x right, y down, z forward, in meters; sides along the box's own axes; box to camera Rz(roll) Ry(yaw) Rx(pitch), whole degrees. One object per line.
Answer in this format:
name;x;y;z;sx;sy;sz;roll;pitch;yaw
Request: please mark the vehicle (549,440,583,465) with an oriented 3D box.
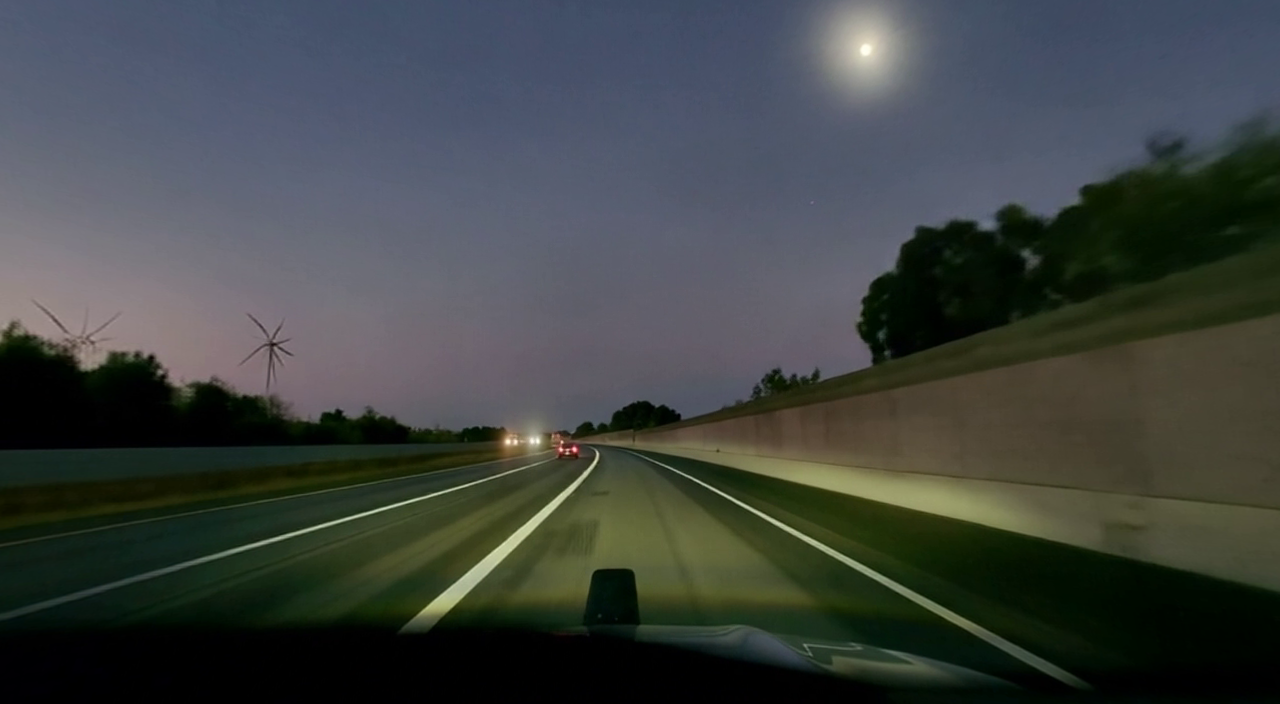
vehicle;-4.803;6.585;41.442;2.053;1.549;4.097;0;-8;-4
